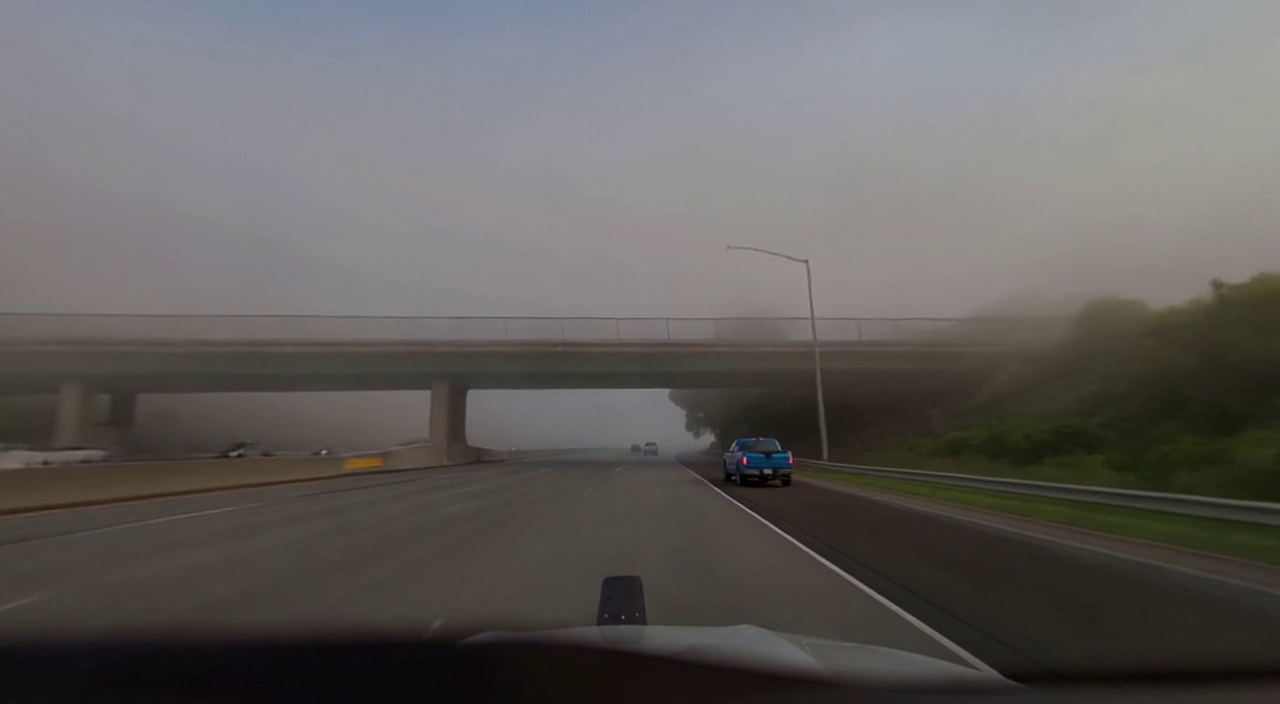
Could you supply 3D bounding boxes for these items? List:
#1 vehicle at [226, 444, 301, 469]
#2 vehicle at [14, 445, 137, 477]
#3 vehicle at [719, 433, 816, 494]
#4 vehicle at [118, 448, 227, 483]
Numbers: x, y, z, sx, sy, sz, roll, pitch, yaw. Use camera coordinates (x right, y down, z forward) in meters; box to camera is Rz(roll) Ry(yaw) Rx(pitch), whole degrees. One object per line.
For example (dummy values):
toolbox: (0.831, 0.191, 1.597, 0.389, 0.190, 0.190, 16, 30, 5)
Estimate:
vehicle: (-23.312, 6.490, 39.284, 1.872, 1.456, 4.348, 0, -8, 2)
vehicle: (-27.245, 5.244, 30.663, 1.890, 1.450, 4.280, 0, -8, 2)
vehicle: (3.820, 3.439, 19.878, 2.010, 1.637, 4.940, 0, -8, 0)
vehicle: (-20.150, 4.885, 27.369, 1.788, 1.380, 3.674, 0, -8, 2)
